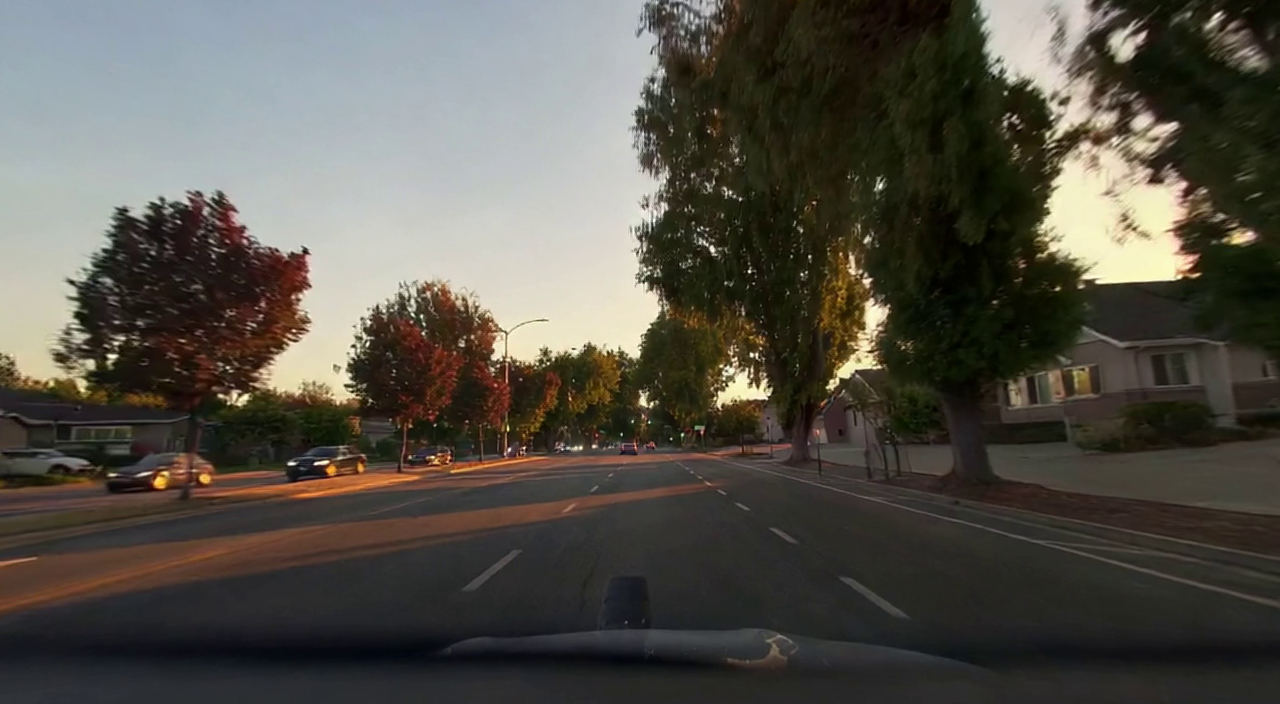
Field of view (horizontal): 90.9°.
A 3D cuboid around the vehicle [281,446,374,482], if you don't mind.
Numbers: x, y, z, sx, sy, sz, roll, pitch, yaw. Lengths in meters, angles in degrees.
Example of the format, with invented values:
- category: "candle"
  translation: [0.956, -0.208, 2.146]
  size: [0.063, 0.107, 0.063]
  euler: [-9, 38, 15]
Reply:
- category: "vehicle"
  translation: [-13.569, 4.866, 27.686]
  size: [1.782, 1.444, 4.239]
  euler: [-1, -9, 2]

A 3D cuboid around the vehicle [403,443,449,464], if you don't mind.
- category: "vehicle"
  translation: [-16.583, 7.868, 48.996]
  size: [1.869, 1.557, 4.424]
  euler: [-1, -9, 2]

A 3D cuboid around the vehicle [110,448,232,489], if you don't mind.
- category: "vehicle"
  translation: [-20.793, 5.164, 28.219]
  size: [1.970, 1.650, 4.463]
  euler: [-1, -9, 1]
